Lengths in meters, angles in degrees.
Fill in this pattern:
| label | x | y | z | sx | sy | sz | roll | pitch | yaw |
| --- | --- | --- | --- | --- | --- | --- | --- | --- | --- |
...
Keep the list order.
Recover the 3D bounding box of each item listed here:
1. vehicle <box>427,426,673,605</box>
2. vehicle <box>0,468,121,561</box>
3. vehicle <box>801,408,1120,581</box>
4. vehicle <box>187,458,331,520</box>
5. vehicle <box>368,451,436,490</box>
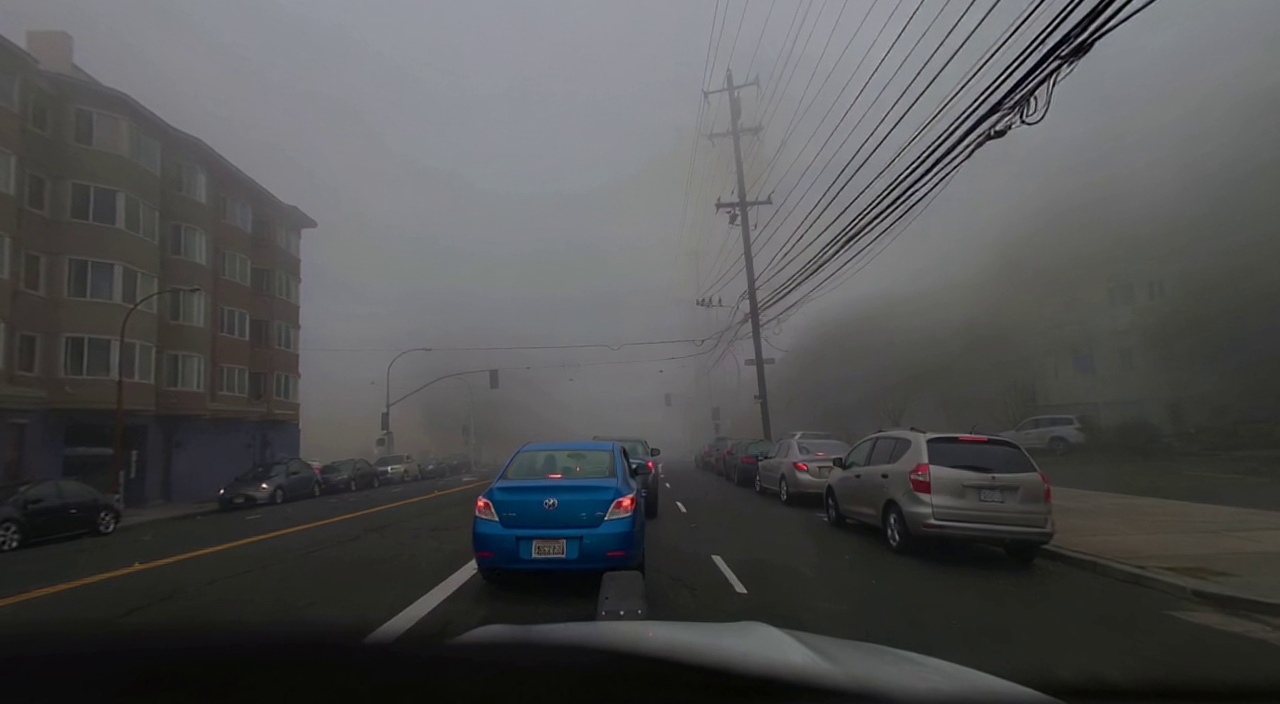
| label | x | y | z | sx | sy | sz | roll | pitch | yaw |
| --- | --- | --- | --- | --- | --- | --- | --- | --- | --- |
| vehicle | -0.722 | 1.693 | 7.561 | 2.019 | 1.453 | 4.603 | 0 | -8 | 1 |
| vehicle | -11.926 | 2.903 | 11.009 | 1.850 | 1.487 | 4.711 | -3 | -8 | -1 |
| vehicle | 3.797 | 1.756 | 8.616 | 1.967 | 1.721 | 4.410 | 0 | -8 | -1 |
| vehicle | -11.844 | 4.238 | 20.045 | 1.868 | 1.491 | 4.367 | -4 | -9 | 0 |
| vehicle | -11.920 | 5.918 | 31.928 | 2.011 | 1.687 | 4.079 | -3 | -8 | -2 |
